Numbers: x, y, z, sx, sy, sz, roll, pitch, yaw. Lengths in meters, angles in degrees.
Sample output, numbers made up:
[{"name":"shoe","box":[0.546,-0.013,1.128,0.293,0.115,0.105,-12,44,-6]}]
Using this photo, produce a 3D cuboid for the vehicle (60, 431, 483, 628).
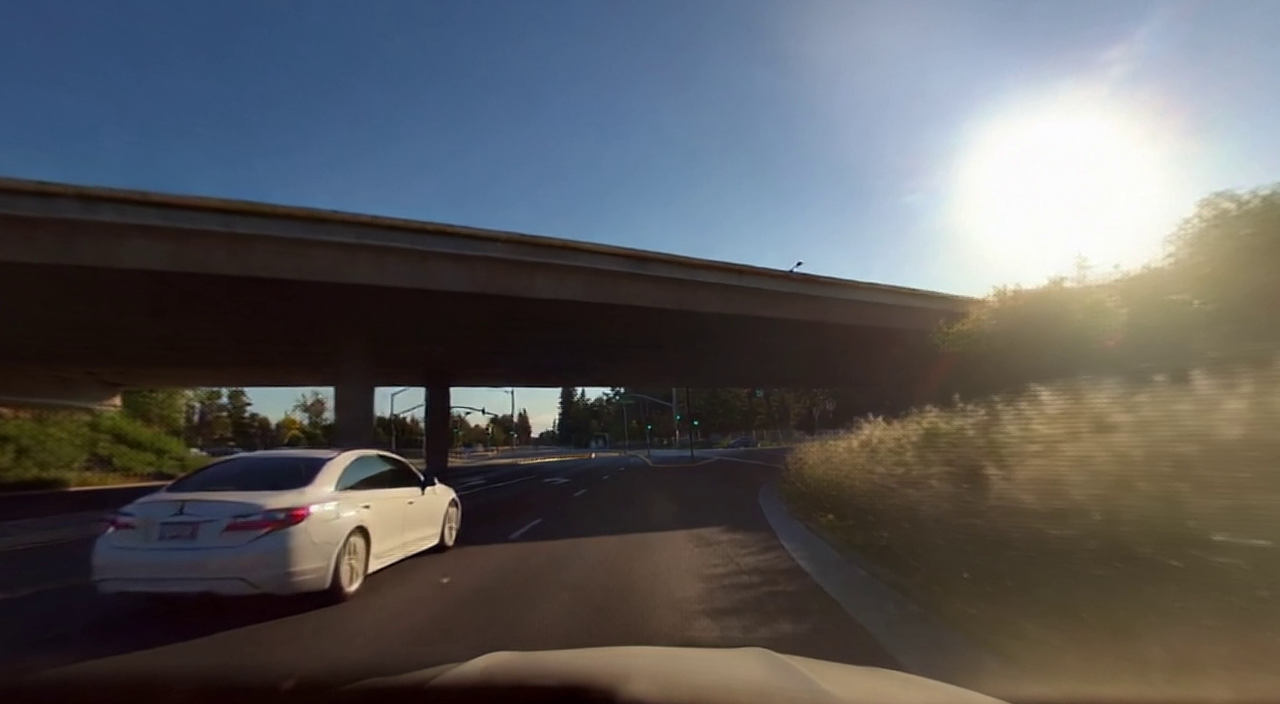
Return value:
[{"name":"vehicle","box":[-3.369,1.713,7.125,1.963,1.460,4.614,0,-9,0]}]
